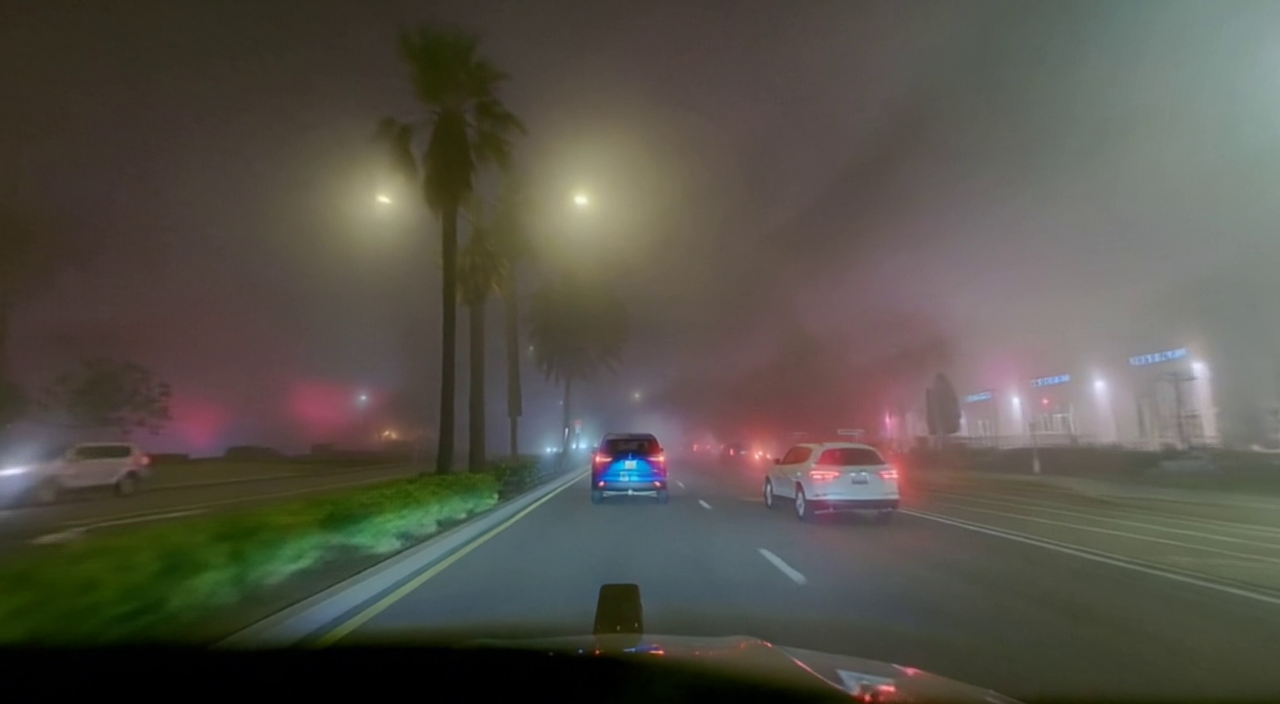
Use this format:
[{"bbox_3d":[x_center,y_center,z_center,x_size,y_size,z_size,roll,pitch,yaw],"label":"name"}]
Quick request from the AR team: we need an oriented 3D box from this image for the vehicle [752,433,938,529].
[{"bbox_3d":[3.620,2.361,12.224,1.941,1.472,4.570,0,-8,-2],"label":"vehicle"}]

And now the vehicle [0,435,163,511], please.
[{"bbox_3d":[-17.656,3.565,19.362,2.127,1.883,5.167,0,-6,-1],"label":"vehicle"}]

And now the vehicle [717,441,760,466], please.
[{"bbox_3d":[6.303,6.538,40.834,1.930,1.457,4.267,0,-8,-2],"label":"vehicle"}]

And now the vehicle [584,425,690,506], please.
[{"bbox_3d":[-0.090,2.719,15.539,2.239,1.693,4.301,0,-8,-1],"label":"vehicle"}]
